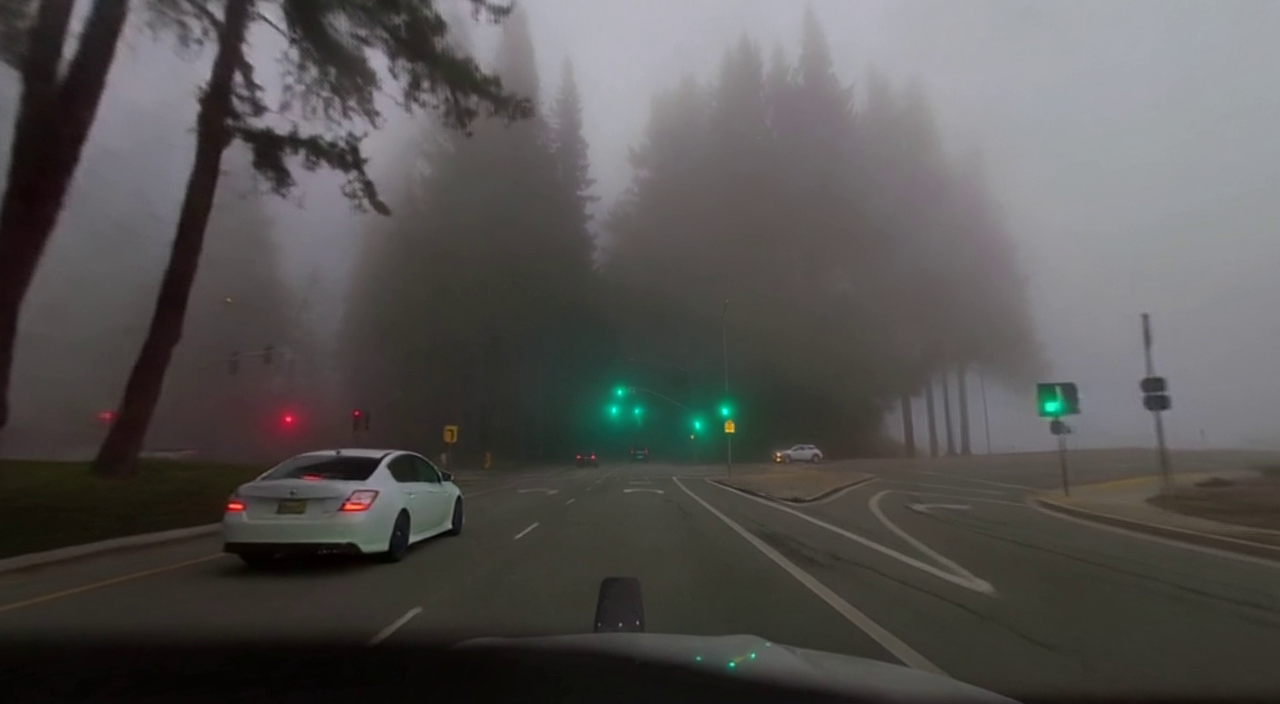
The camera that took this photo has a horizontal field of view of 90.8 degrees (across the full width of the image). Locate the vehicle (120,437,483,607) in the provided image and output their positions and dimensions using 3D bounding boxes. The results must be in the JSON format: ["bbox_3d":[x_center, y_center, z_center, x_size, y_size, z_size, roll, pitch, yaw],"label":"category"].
[{"bbox_3d":[-3.540,1.842,7.830,1.968,1.459,4.433,0,-9,1],"label":"vehicle"}]

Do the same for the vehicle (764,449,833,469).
[{"bbox_3d":[11.930,8.075,47.656,4.632,1.473,1.889,1,-9,-3],"label":"vehicle"}]
